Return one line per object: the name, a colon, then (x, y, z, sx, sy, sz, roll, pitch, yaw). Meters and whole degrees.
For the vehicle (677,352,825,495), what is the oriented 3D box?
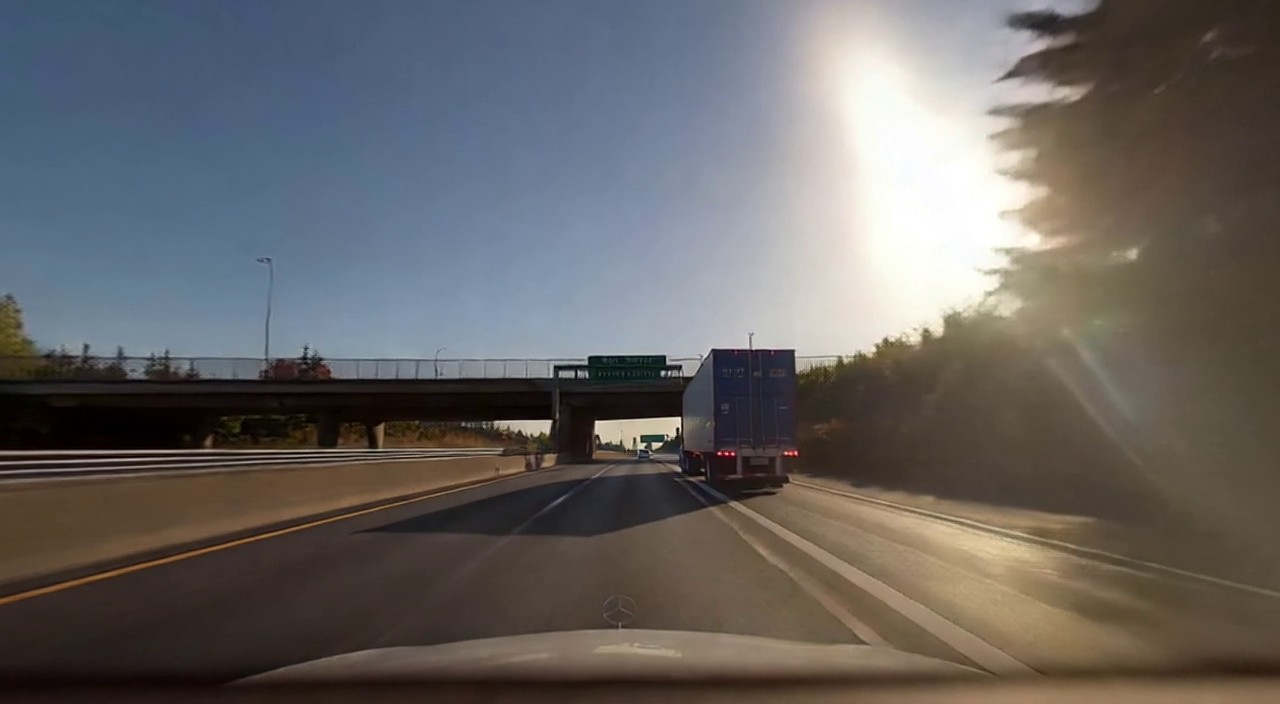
vehicle: (3.531, 3.091, 24.926, 3.244, 4.020, 14.561, 0, -9, 0)
